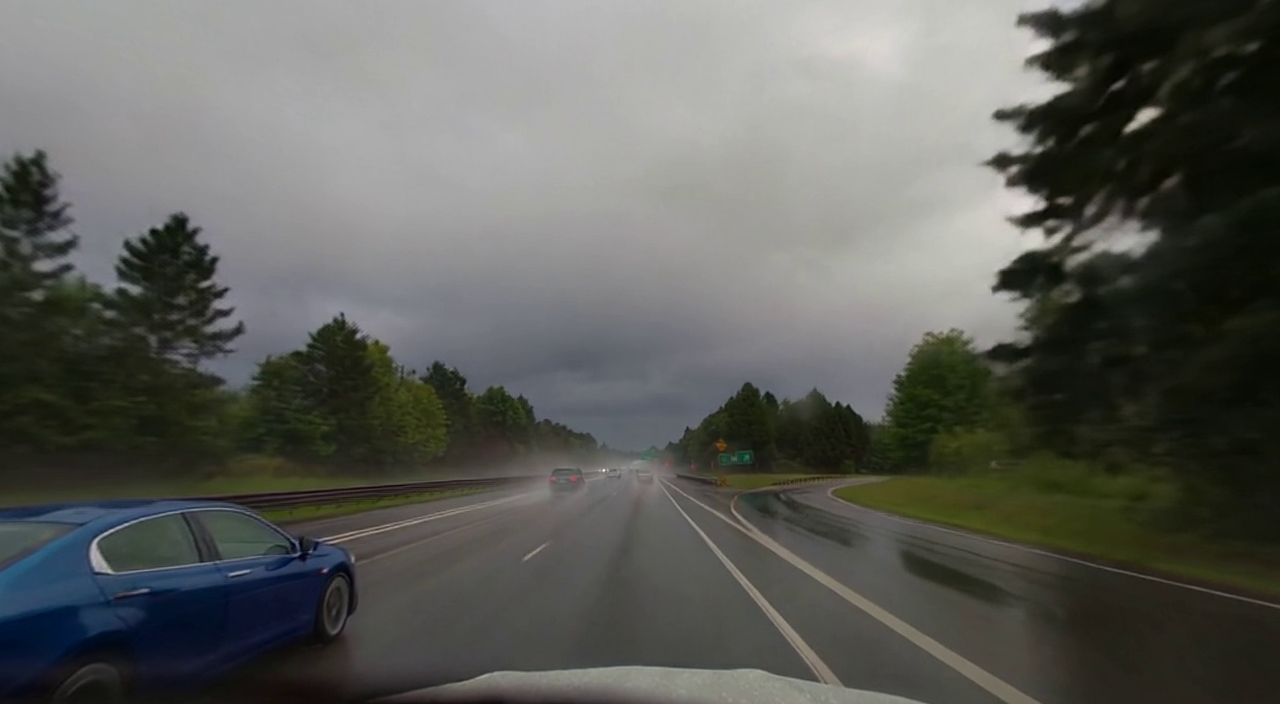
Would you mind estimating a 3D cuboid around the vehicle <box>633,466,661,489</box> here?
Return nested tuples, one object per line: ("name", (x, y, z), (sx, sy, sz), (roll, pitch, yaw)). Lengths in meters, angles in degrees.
("vehicle", (0.524, 9.552, 47.953), (2.065, 1.596, 3.869), (1, -11, 0))

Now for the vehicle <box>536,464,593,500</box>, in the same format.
("vehicle", (-3.442, 6.076, 29.557), (2.047, 1.523, 4.279), (1, -11, 1))
